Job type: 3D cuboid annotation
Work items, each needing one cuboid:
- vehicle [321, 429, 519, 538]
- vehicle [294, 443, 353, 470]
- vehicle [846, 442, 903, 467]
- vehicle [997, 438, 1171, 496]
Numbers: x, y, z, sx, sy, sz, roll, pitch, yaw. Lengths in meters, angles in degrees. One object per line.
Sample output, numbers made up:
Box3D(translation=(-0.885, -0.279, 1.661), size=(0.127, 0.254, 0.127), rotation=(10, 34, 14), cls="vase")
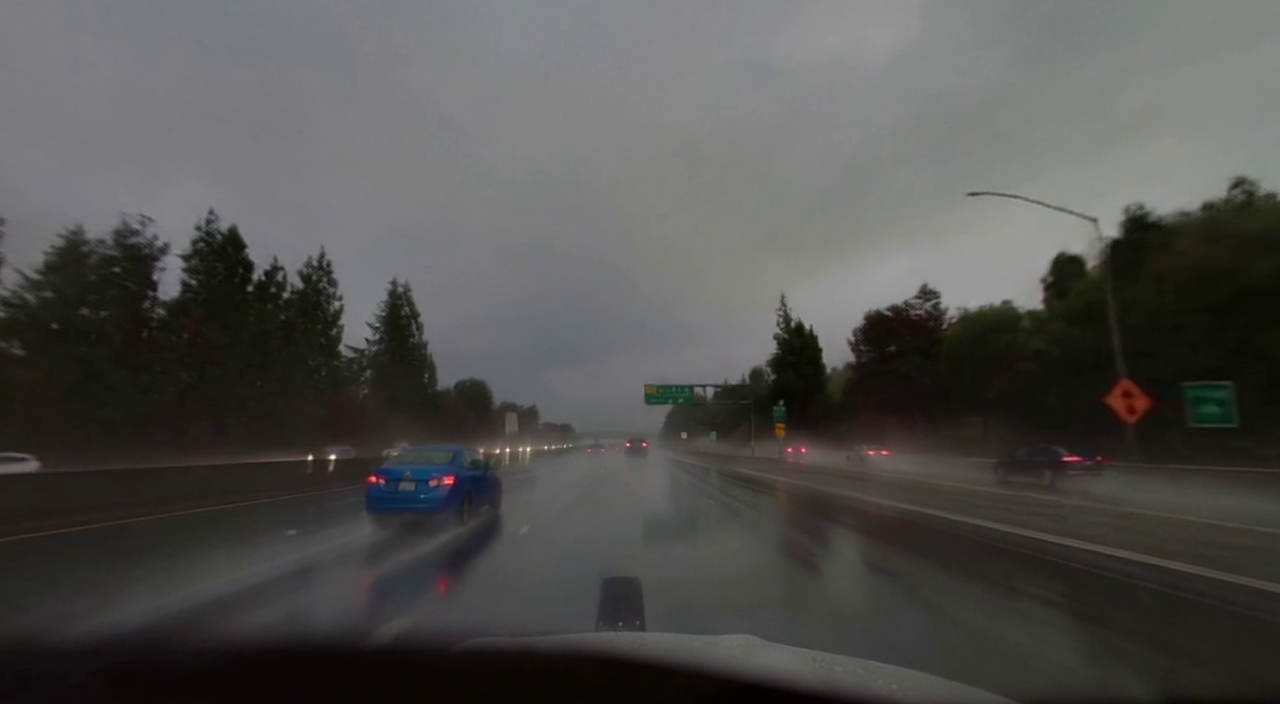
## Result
Box3D(translation=(-3.598, 2.229, 11.296), size=(2.020, 1.554, 4.137), rotation=(0, -9, 0), cls="vehicle")
Box3D(translation=(-24.871, 8.221, 49.922), size=(1.976, 2.014, 5.184), rotation=(0, -9, 0), cls="vehicle")
Box3D(translation=(14.540, 6.380, 39.466), size=(1.873, 1.463, 4.937), rotation=(0, -9, 2), cls="vehicle")
Box3D(translation=(13.156, 3.419, 19.233), size=(1.940, 1.496, 4.992), rotation=(-1, -9, 4), cls="vehicle")
